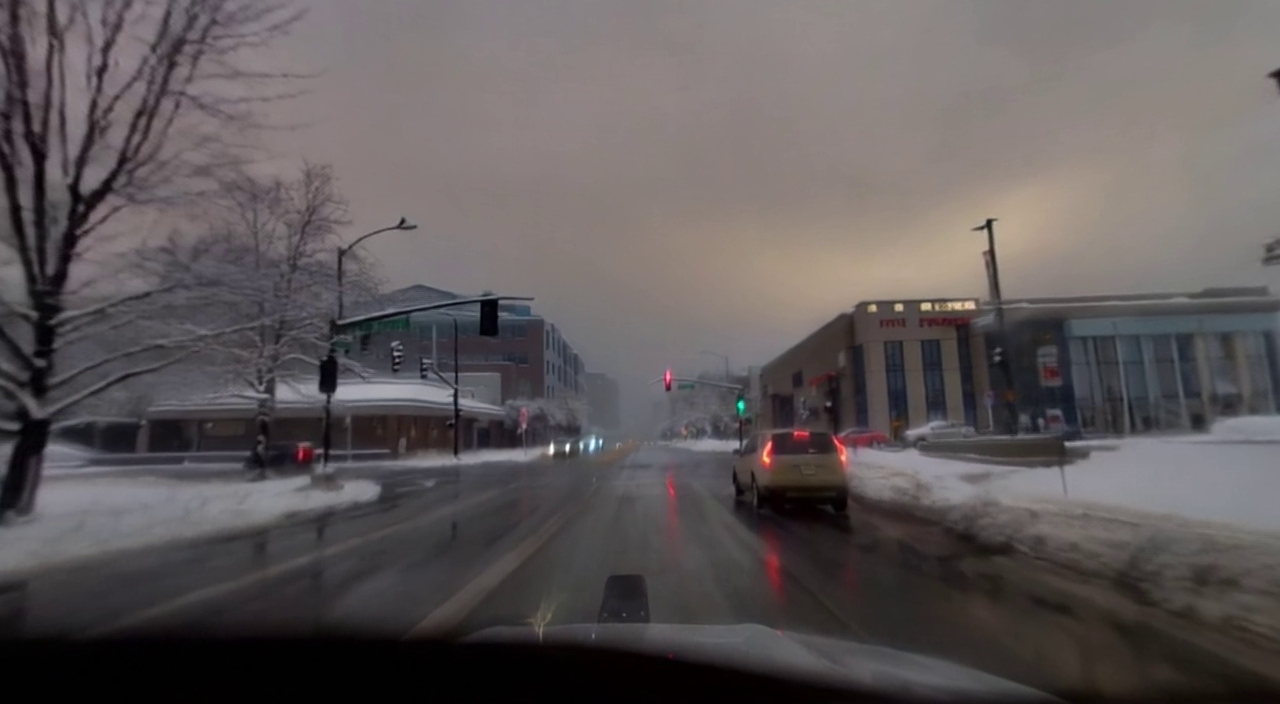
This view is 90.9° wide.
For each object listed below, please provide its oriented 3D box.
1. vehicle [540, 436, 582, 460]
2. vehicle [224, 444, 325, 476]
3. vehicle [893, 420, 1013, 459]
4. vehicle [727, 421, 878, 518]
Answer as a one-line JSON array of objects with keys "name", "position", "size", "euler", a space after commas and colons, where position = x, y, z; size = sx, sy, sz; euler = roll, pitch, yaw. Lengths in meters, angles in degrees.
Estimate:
[{"name": "vehicle", "position": [-5.817, 7.152, 46.970], "size": [1.972, 1.693, 4.516], "euler": [-1, -8, 7]}, {"name": "vehicle", "position": [-18.822, 5.548, 32.537], "size": [4.037, 1.562, 2.099], "euler": [-2, -8, 12]}, {"name": "vehicle", "position": [14.755, 4.158, 29.941], "size": [4.611, 1.778, 1.939], "euler": [0, -8, 0]}, {"name": "vehicle", "position": [2.964, 2.223, 12.427], "size": [1.947, 1.576, 3.825], "euler": [0, -8, 0]}]
